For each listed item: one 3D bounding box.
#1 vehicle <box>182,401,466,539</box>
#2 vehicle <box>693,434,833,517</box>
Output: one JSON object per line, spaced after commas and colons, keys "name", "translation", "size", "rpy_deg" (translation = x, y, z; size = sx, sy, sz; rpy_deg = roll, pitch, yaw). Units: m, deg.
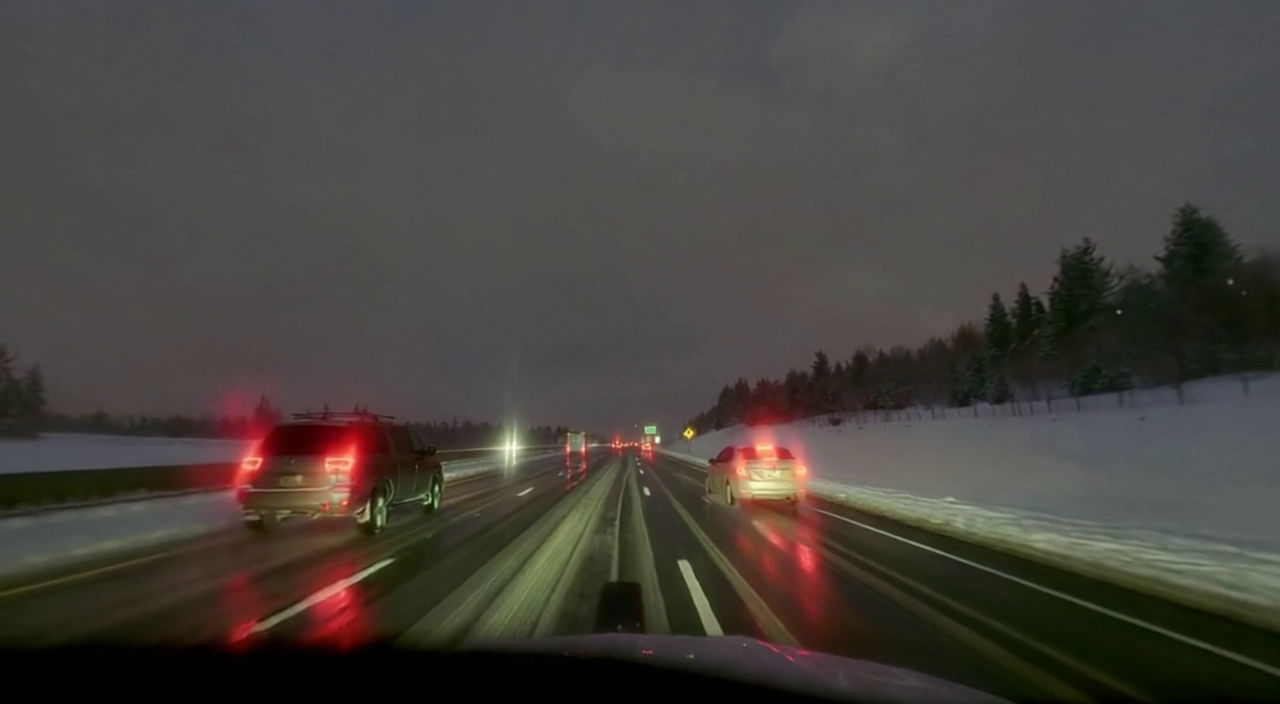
{"name": "vehicle", "translation": [-5.090, 2.035, 11.446], "size": [2.285, 1.853, 5.564], "rpy_deg": [0, -9, 0]}
{"name": "vehicle", "translation": [2.500, 2.677, 14.203], "size": [2.047, 1.532, 4.884], "rpy_deg": [1, -9, -2]}
